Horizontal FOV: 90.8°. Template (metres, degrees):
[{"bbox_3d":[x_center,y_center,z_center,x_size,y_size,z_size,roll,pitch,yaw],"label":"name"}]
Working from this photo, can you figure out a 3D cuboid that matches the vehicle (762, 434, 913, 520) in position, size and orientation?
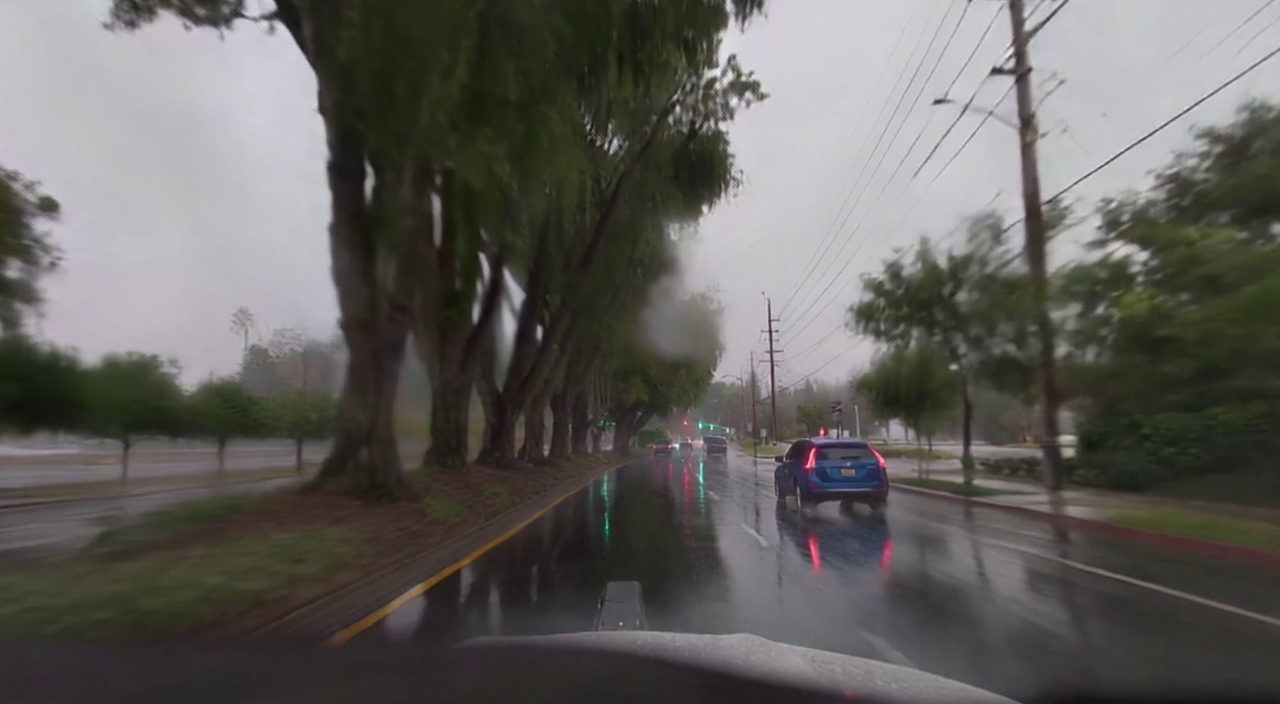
[{"bbox_3d":[3.962,2.569,13.527,1.881,1.512,4.294,-1,-8,1],"label":"vehicle"}]

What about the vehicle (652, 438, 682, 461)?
[{"bbox_3d":[2.155,7.556,49.033,2.163,1.746,4.073,-1,-9,4],"label":"vehicle"}]
